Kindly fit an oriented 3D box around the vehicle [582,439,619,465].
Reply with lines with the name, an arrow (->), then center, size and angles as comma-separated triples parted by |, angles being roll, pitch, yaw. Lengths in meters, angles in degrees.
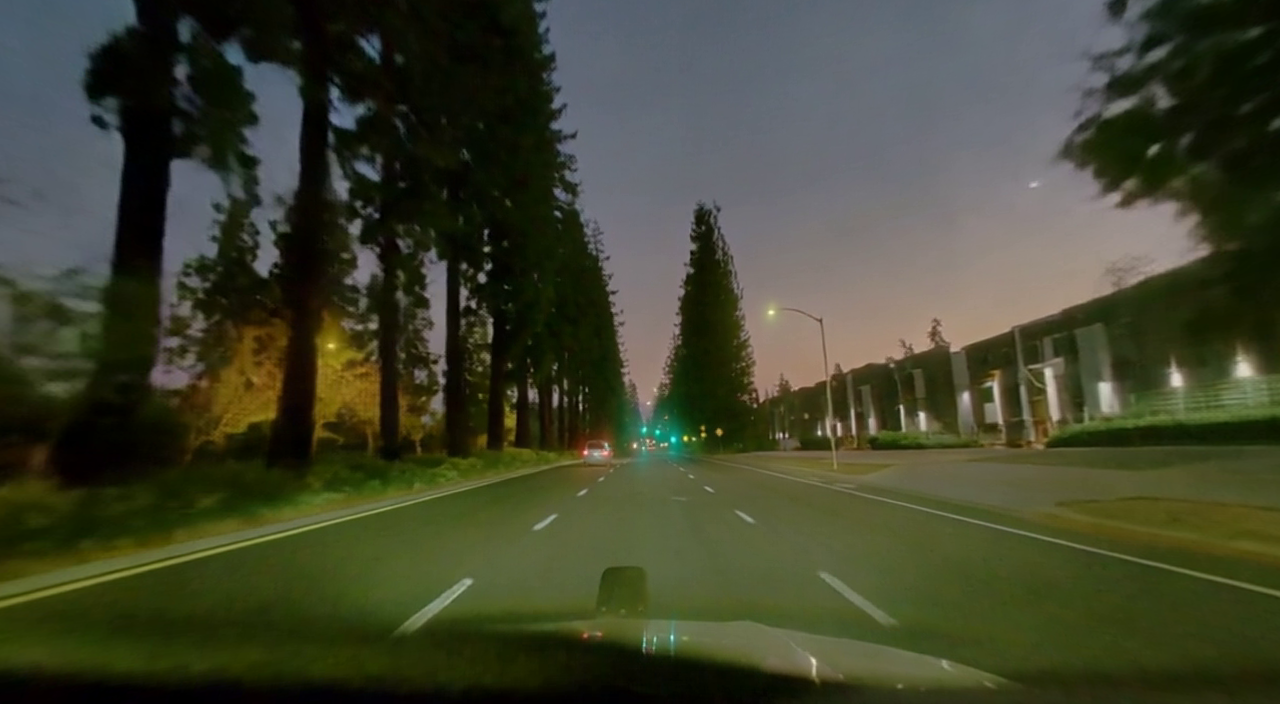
vehicle -> -2.735, 7.117, 45.041 | 2.283, 1.716, 4.395 | 0, -8, 1
